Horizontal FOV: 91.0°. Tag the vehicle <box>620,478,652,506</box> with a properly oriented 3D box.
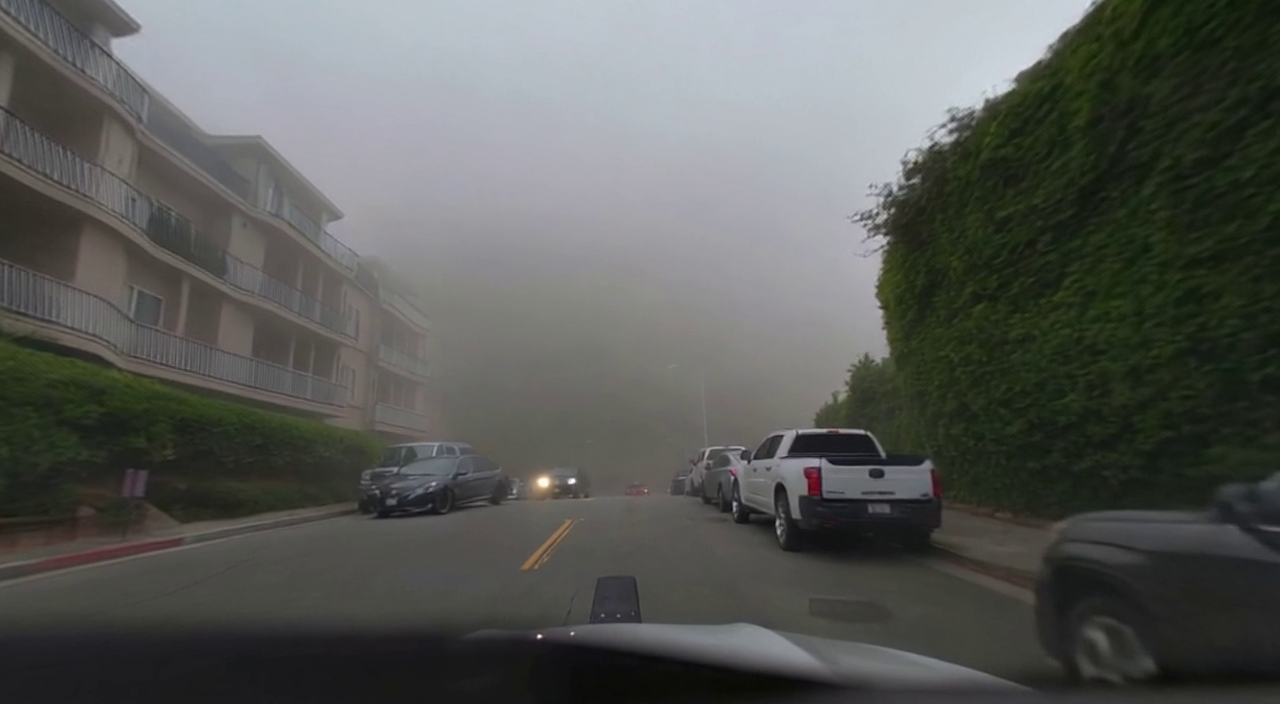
[{"bbox_3d":[-0.356,10.225,46.052,2.201,1.731,3.854,0,-9,-2],"label":"vehicle"}]

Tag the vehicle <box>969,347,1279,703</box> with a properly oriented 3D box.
[{"bbox_3d":[3.043,0.760,1.586,1.948,1.669,4.242,0,-9,-3],"label":"vehicle"}]

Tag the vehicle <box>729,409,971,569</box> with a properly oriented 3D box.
[{"bbox_3d":[2.774,1.951,9.723,2.072,1.830,4.744,0,-9,0],"label":"vehicle"}]

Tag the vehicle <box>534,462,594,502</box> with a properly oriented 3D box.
[{"bbox_3d":[-3.360,6.026,28.901,2.102,1.621,4.627,0,-14,1],"label":"vehicle"}]

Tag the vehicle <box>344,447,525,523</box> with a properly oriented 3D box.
[{"bbox_3d":[-4.548,2.982,14.813,1.856,1.474,4.522,-3,-9,15],"label":"vehicle"}]
